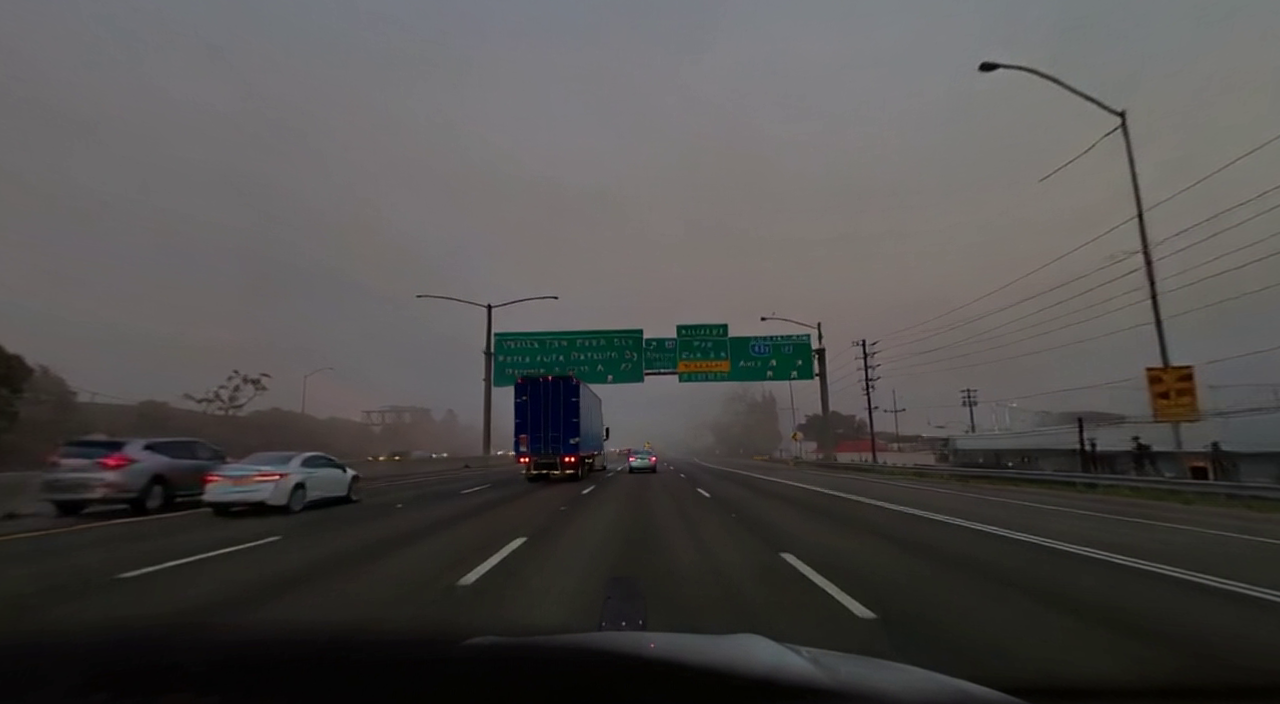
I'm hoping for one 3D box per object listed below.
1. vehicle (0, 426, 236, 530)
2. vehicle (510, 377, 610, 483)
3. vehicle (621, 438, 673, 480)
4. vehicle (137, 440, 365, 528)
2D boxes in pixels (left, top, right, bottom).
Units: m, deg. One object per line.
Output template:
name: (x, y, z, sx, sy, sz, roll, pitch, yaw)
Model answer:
vehicle: (-10.534, 2.405, 12.606, 1.997, 1.692, 4.294, 0, -8, 0)
vehicle: (-3.630, 4.349, 33.878, 2.888, 4.308, 16.259, 0, -8, 1)
vehicle: (0.325, 5.034, 30.047, 2.279, 1.837, 4.747, 0, -8, 0)
vehicle: (-7.538, 2.559, 12.836, 1.945, 1.482, 4.109, 0, -8, 1)
